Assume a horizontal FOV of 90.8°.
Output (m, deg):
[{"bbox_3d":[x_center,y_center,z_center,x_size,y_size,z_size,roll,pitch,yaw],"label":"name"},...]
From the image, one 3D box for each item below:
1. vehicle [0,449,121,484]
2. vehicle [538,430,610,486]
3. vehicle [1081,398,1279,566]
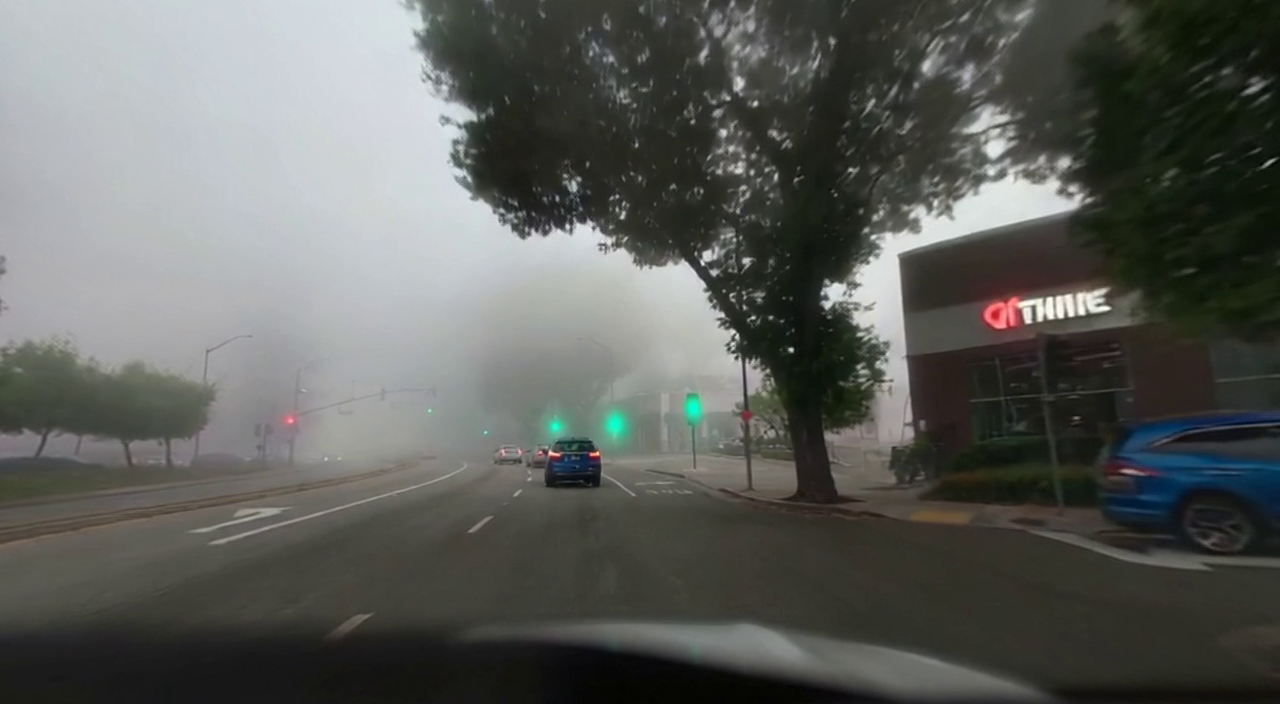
[{"bbox_3d":[-32.912,6.392,35.564,5.060,1.793,2.403,2,-8,-17],"label":"vehicle"},{"bbox_3d":[-2.341,3.567,21.657,2.227,1.733,3.930,1,-8,-8],"label":"vehicle"},{"bbox_3d":[8.103,1.413,7.025,5.076,1.761,2.077,-6,-10,36],"label":"vehicle"}]
